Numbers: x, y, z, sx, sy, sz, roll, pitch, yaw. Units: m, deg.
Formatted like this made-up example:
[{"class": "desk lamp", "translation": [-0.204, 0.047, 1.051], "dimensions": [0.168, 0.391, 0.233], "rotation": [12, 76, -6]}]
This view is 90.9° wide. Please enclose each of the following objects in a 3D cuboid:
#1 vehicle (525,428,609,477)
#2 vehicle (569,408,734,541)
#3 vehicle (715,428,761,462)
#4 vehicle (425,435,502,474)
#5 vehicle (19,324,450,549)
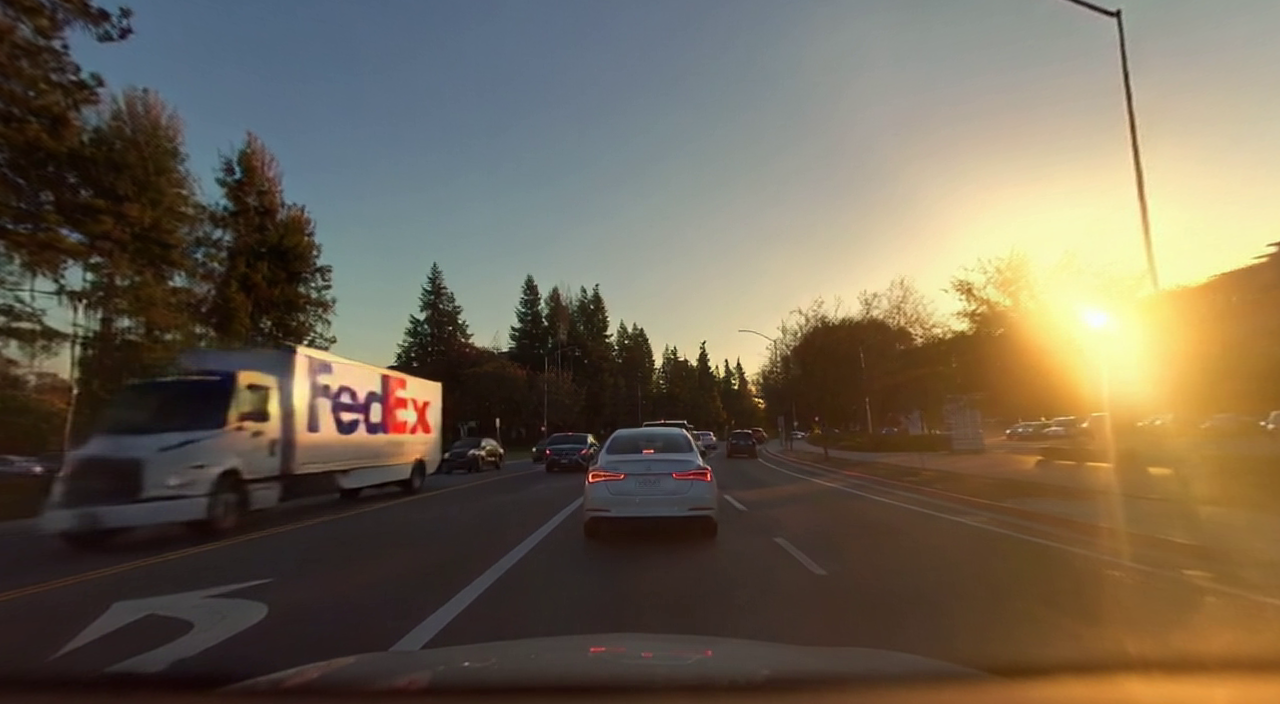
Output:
[{"class": "vehicle", "translation": [-2.808, 4.046, 25.603], "dimensions": [2.057, 1.786, 4.725], "rotation": [-2, -8, 11]}, {"class": "vehicle", "translation": [0.175, 1.907, 10.386], "dimensions": [2.154, 1.710, 4.128], "rotation": [-1, -8, 1]}, {"class": "vehicle", "translation": [5.465, 5.268, 35.695], "dimensions": [2.155, 1.786, 4.459], "rotation": [-1, -8, 3]}, {"class": "vehicle", "translation": [-8.773, 5.156, 31.932], "dimensions": [2.039, 1.769, 4.911], "rotation": [-1, -8, 6]}, {"class": "vehicle", "translation": [-7.421, 1.911, 14.127], "dimensions": [2.961, 3.316, 9.483], "rotation": [-1, -8, 3]}]
